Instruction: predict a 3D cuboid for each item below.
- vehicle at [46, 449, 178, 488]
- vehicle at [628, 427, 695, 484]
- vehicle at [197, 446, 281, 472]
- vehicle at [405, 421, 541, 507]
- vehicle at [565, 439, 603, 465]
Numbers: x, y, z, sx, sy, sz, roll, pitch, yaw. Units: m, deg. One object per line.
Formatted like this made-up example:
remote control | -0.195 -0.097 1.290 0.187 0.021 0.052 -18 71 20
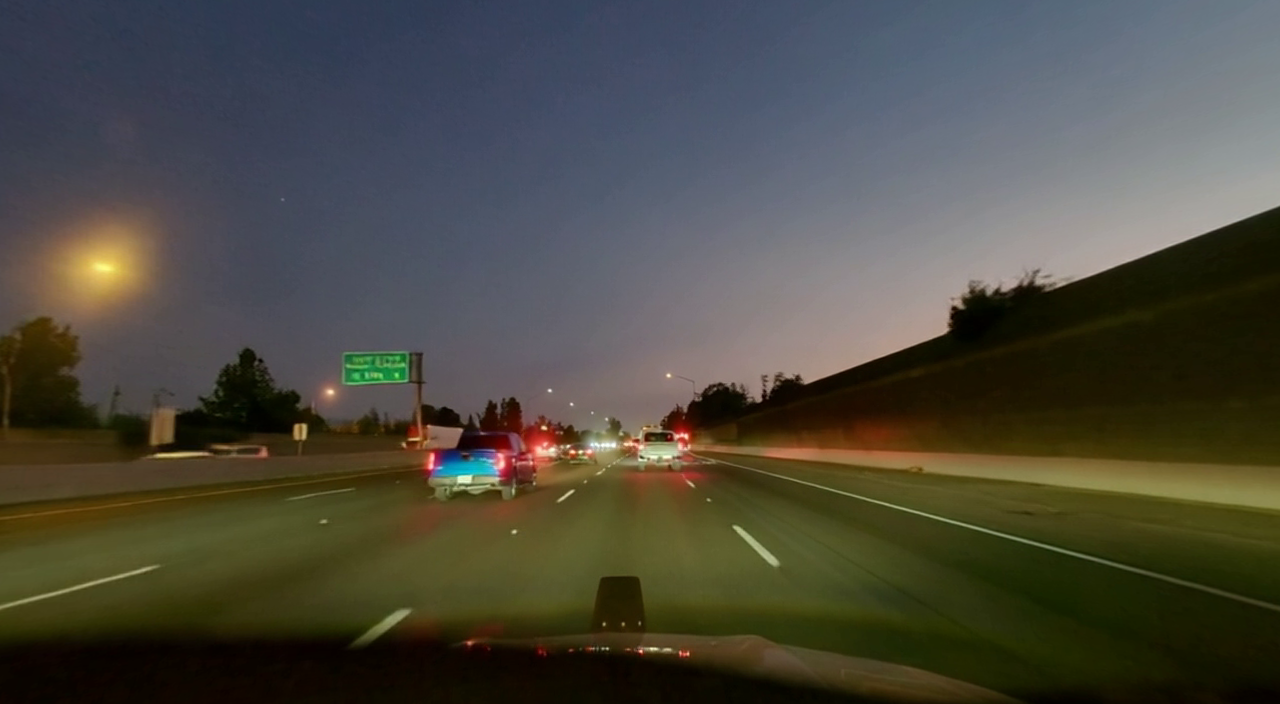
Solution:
vehicle | -21.200 4.655 25.571 1.893 1.439 3.908 0 -8 1
vehicle | 0.708 3.622 22.347 2.083 1.792 4.782 0 -8 1
vehicle | -28.087 7.496 44.471 2.174 1.678 5.678 0 -8 1
vehicle | -3.916 2.745 15.893 1.954 1.792 5.187 0 -8 0
vehicle | -3.639 6.586 41.717 1.961 1.591 4.756 0 -8 1
